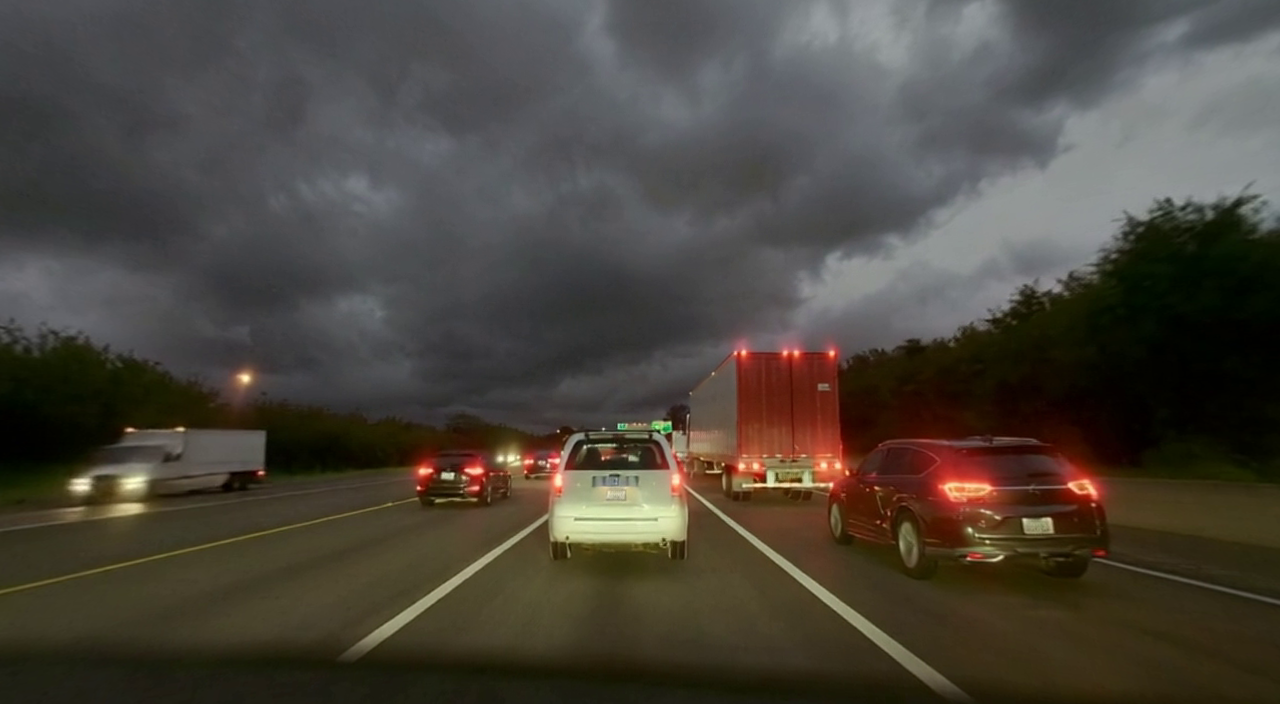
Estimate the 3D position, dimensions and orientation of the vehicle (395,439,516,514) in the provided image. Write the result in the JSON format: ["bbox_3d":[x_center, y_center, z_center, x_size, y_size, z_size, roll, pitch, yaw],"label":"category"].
[{"bbox_3d":[-4.390,3.010,15.653,1.789,1.620,3.841,0,-9,0],"label":"vehicle"}]

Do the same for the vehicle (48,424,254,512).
[{"bbox_3d":[-16.746,3.999,22.242,2.312,2.629,6.031,0,-9,0],"label":"vehicle"}]

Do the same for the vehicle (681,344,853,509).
[{"bbox_3d":[3.700,3.254,24.803,3.032,4.051,18.805,0,-9,0],"label":"vehicle"}]

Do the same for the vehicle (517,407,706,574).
[{"bbox_3d":[-0.341,1.835,9.025,2.037,1.792,4.194,0,-9,-1],"label":"vehicle"}]

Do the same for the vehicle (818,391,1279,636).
[{"bbox_3d":[3.707,1.522,6.942,2.076,1.751,4.666,0,-9,0],"label":"vehicle"}]
